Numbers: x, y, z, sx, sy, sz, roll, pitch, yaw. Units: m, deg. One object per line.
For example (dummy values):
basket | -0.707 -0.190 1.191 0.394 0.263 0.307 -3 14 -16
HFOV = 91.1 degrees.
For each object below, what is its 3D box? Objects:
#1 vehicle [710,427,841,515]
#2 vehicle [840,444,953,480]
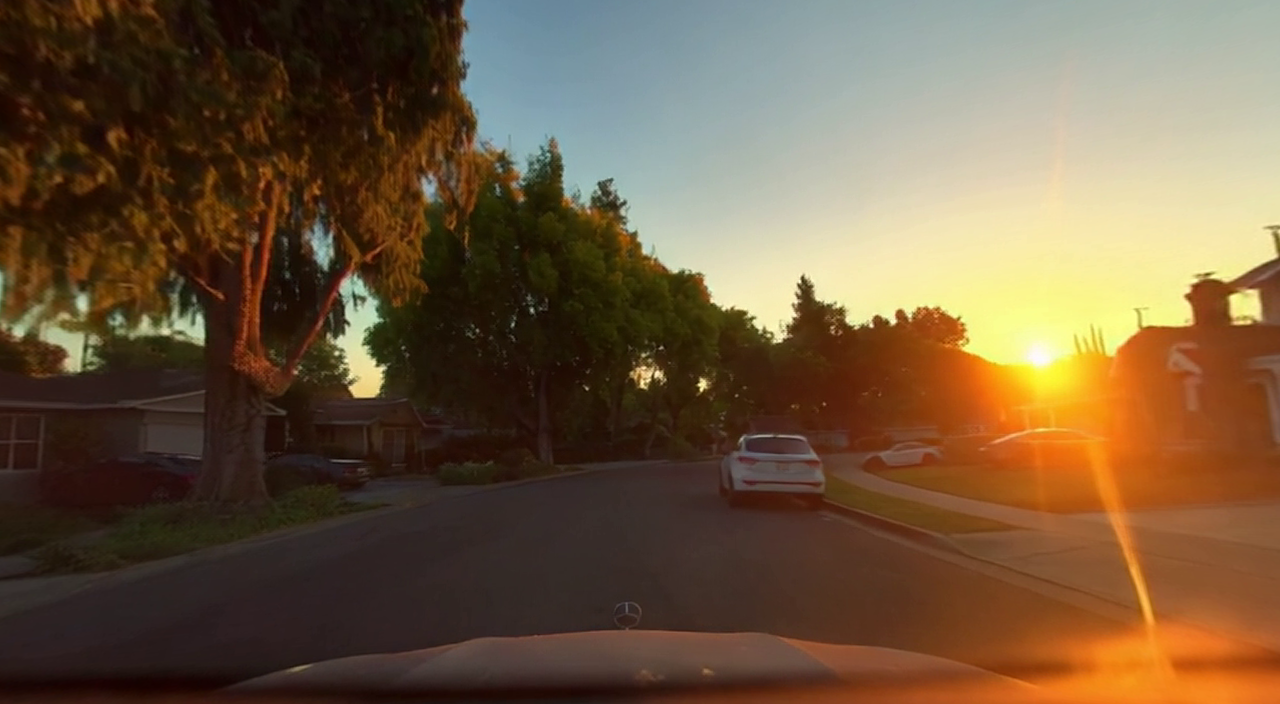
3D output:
vehicle | 3.021 2.772 15.161 2.163 1.760 4.591 0 -8 0
vehicle | 11.332 4.885 28.089 4.457 1.510 1.762 -3 -9 16
